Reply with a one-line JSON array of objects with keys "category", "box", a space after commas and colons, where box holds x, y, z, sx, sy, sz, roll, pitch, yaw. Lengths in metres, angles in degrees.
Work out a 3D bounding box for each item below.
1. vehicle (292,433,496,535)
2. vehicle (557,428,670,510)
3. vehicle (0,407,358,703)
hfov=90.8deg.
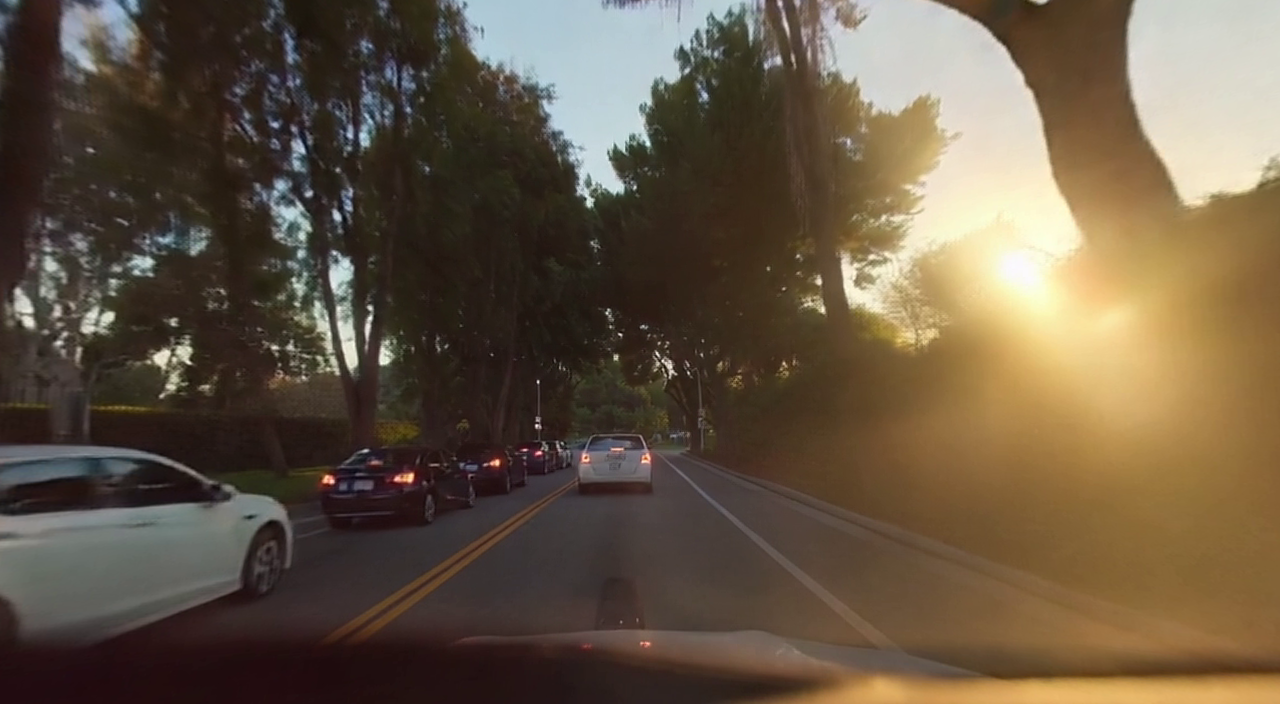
[{"category": "vehicle", "box": [-3.903, 2.138, 10.895, 1.784, 1.408, 4.141, 0, -8, 1]}, {"category": "vehicle", "box": [-0.529, 2.489, 13.943, 2.127, 1.517, 4.090, 0, -8, -1]}, {"category": "vehicle", "box": [-3.942, 1.166, 4.126, 1.968, 1.459, 4.734, 0, -8, 1]}]
